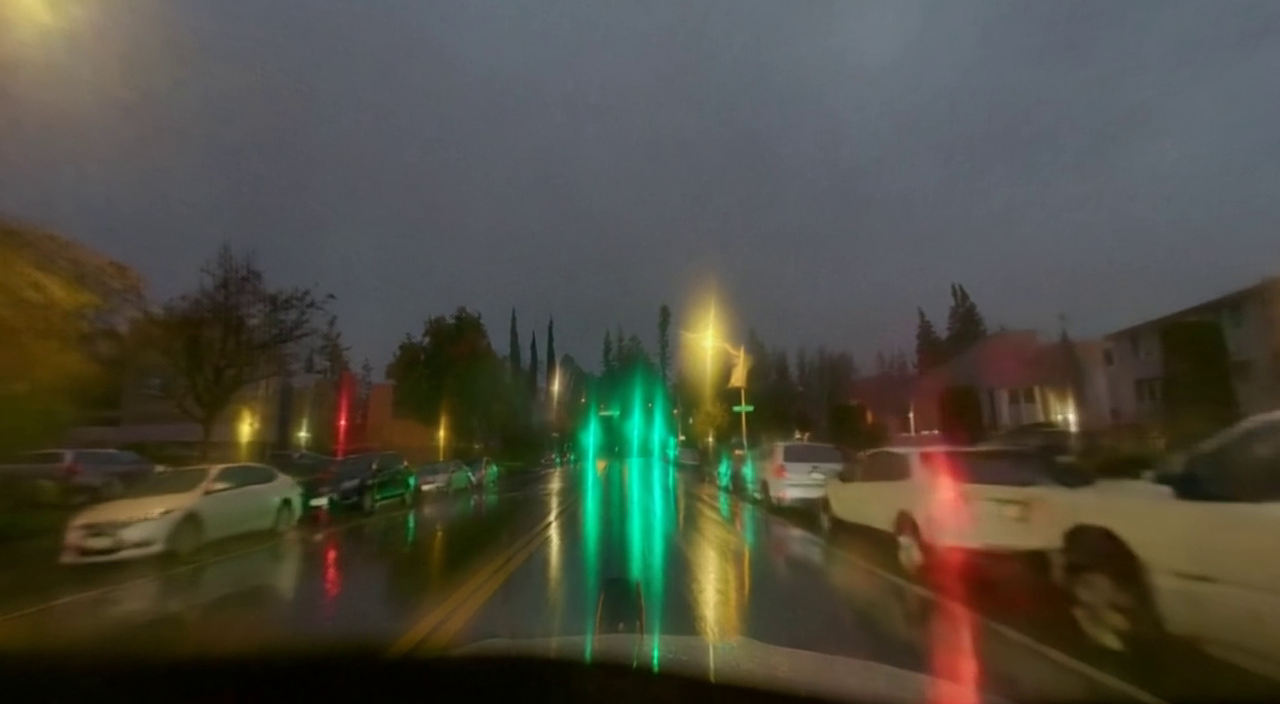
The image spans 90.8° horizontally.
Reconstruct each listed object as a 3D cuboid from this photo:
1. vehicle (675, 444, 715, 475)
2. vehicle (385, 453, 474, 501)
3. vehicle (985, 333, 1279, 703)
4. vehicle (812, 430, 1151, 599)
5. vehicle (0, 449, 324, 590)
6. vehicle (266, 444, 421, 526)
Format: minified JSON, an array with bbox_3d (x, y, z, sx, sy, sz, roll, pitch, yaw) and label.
[{"bbox_3d":[3.604,7.137,42.306,2.034,1.906,4.653,0,-9,-2],"label":"vehicle"},{"bbox_3d":[-7.697,4.570,23.608,2.013,1.550,4.290,0,-9,-2],"label":"vehicle"},{"bbox_3d":[3.989,0.765,2.249,2.255,1.863,5.629,0,-9,-1],"label":"vehicle"},{"bbox_3d":[3.800,1.849,8.144,1.914,1.552,4.321,0,-9,0],"label":"vehicle"},{"bbox_3d":[-7.354,2.472,10.318,2.113,1.486,4.774,-3,-7,-2],"label":"vehicle"},{"bbox_3d":[-7.562,3.369,16.743,2.091,1.724,4.536,-2,-7,-2],"label":"vehicle"}]
